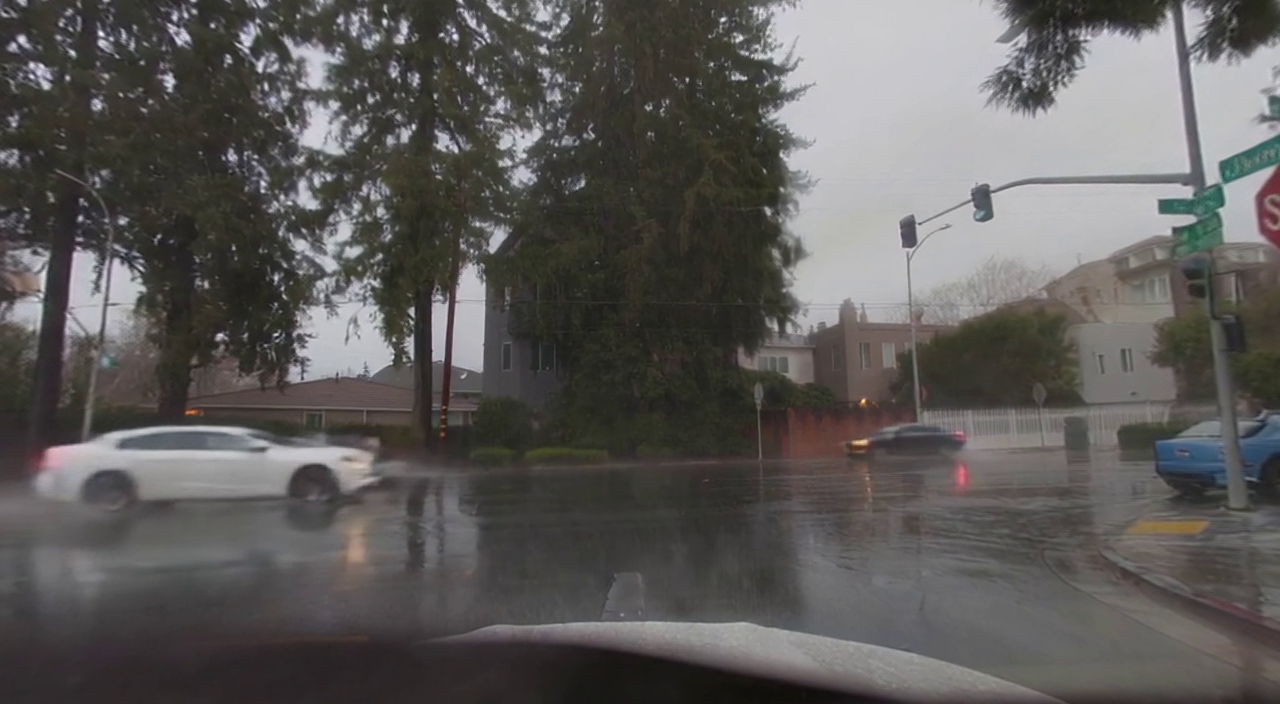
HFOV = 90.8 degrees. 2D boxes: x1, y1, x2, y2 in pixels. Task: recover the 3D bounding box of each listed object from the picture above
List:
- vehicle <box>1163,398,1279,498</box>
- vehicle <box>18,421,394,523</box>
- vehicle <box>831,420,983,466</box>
[{"bbox_3d":[12.805,1.803,11.965,4.208,1.685,2.014,1,-8,-8],"label":"vehicle"},{"bbox_3d":[-7.048,2.005,11.031,4.990,1.454,1.875,3,-9,-23],"label":"vehicle"},{"bbox_3d":[9.172,3.145,21.850,4.548,1.469,1.864,2,-9,-13],"label":"vehicle"}]
